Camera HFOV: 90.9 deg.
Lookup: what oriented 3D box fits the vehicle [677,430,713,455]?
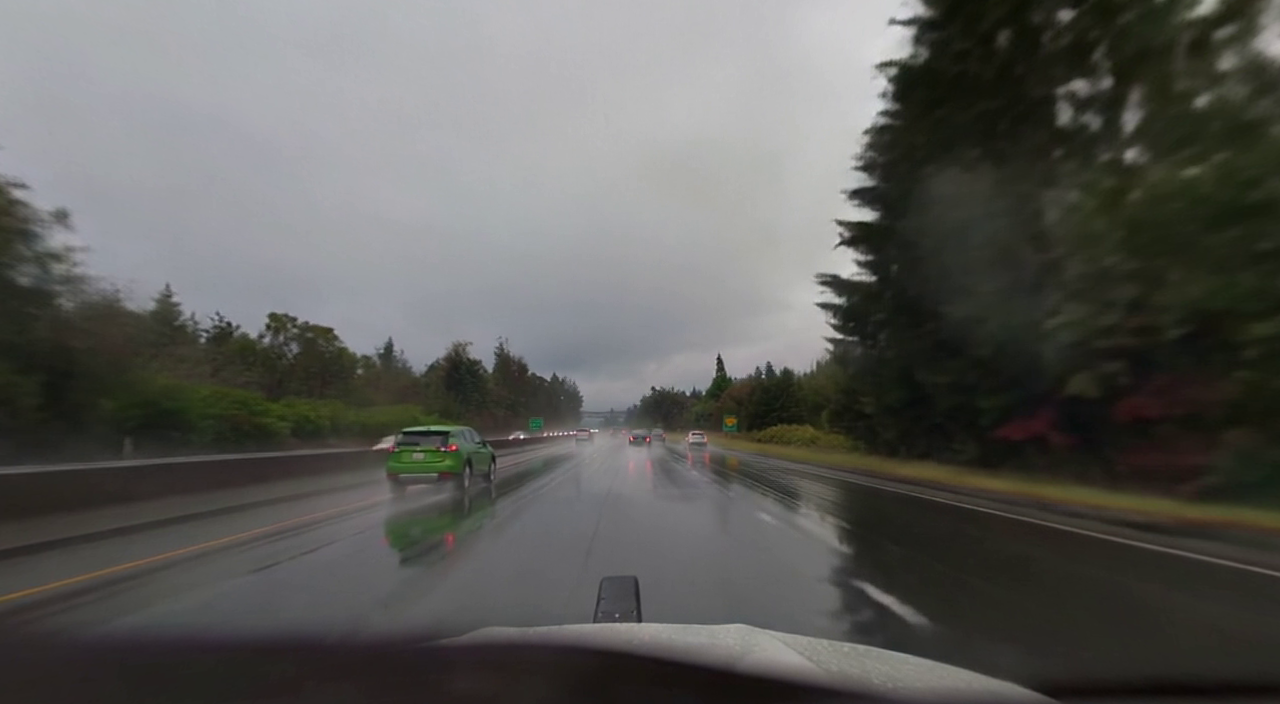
[{"bbox_3d":[3.541,5.899,41.258,1.841,1.491,3.869,0,-8,-2],"label":"vehicle"}]

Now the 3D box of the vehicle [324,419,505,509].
[{"bbox_3d":[-4.323,2.210,13.085,2.023,1.512,4.804,0,-8,-1],"label":"vehicle"}]

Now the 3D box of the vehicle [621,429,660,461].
[{"bbox_3d":[0.034,4.652,31.701,1.869,1.466,3.356,0,-8,1],"label":"vehicle"}]
